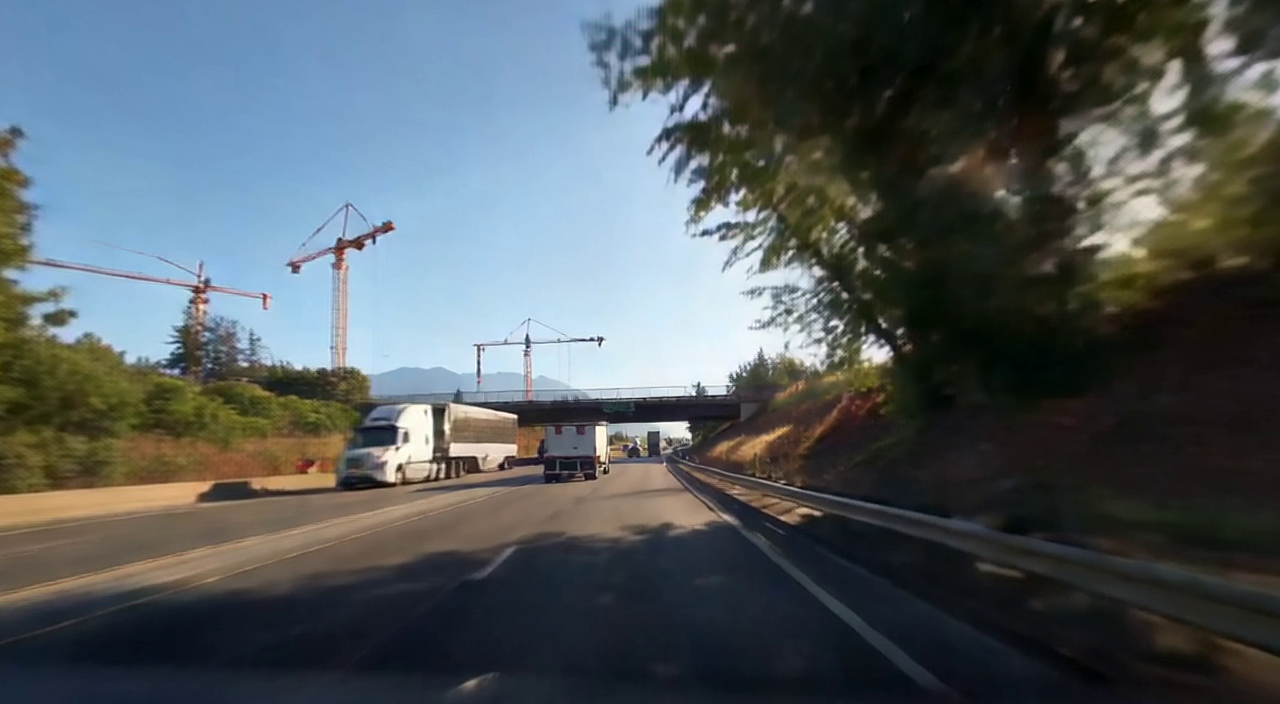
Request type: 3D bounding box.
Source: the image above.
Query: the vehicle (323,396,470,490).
[{"bbox_3d":[-9.838,3.893,26.681,2.931,3.367,7.777,0,-9,1],"label":"vehicle"}]

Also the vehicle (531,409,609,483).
[{"bbox_3d":[-2.826,4.100,27.382,2.565,2.771,6.641,0,-9,0],"label":"vehicle"}]
